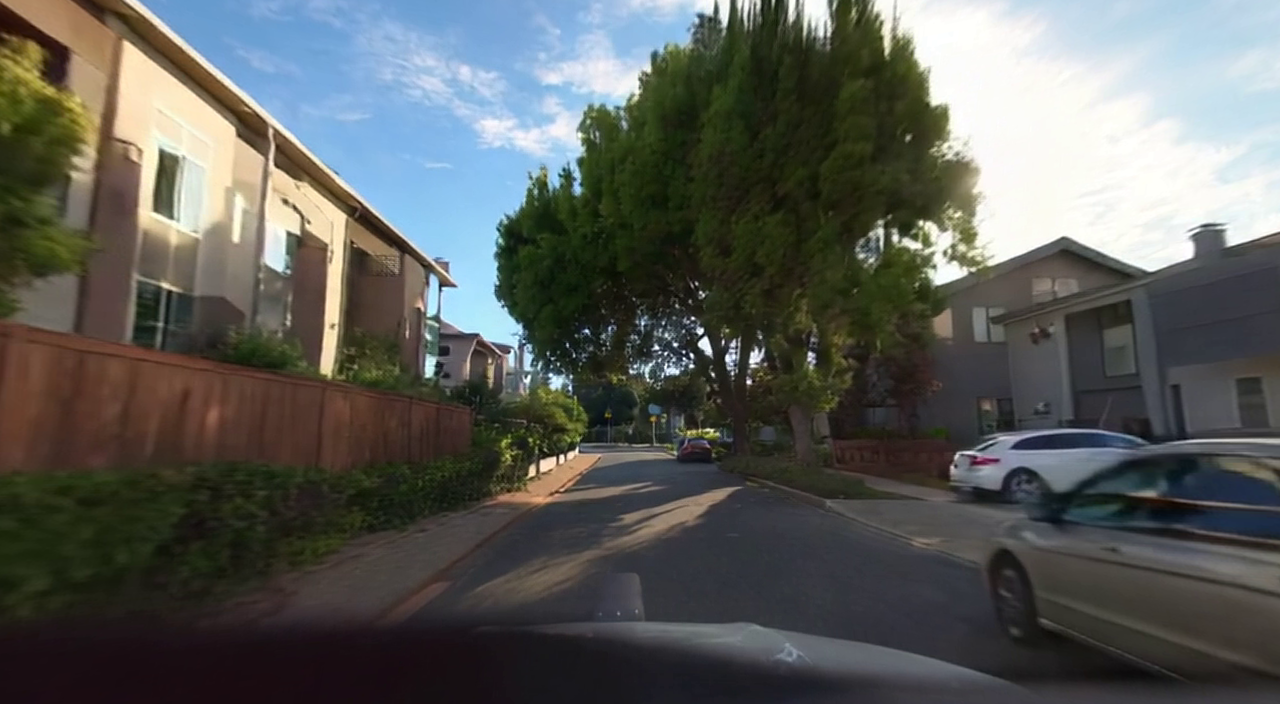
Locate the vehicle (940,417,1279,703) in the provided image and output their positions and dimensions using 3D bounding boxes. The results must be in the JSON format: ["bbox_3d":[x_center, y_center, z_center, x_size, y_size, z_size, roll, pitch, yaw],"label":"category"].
[{"bbox_3d":[3.370,1.104,3.181,1.838,1.496,3.735,0,-8,0],"label":"vehicle"}]

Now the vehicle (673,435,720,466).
[{"bbox_3d":[2.923,5.185,33.467,1.955,1.498,4.046,0,-8,-3],"label":"vehicle"}]
